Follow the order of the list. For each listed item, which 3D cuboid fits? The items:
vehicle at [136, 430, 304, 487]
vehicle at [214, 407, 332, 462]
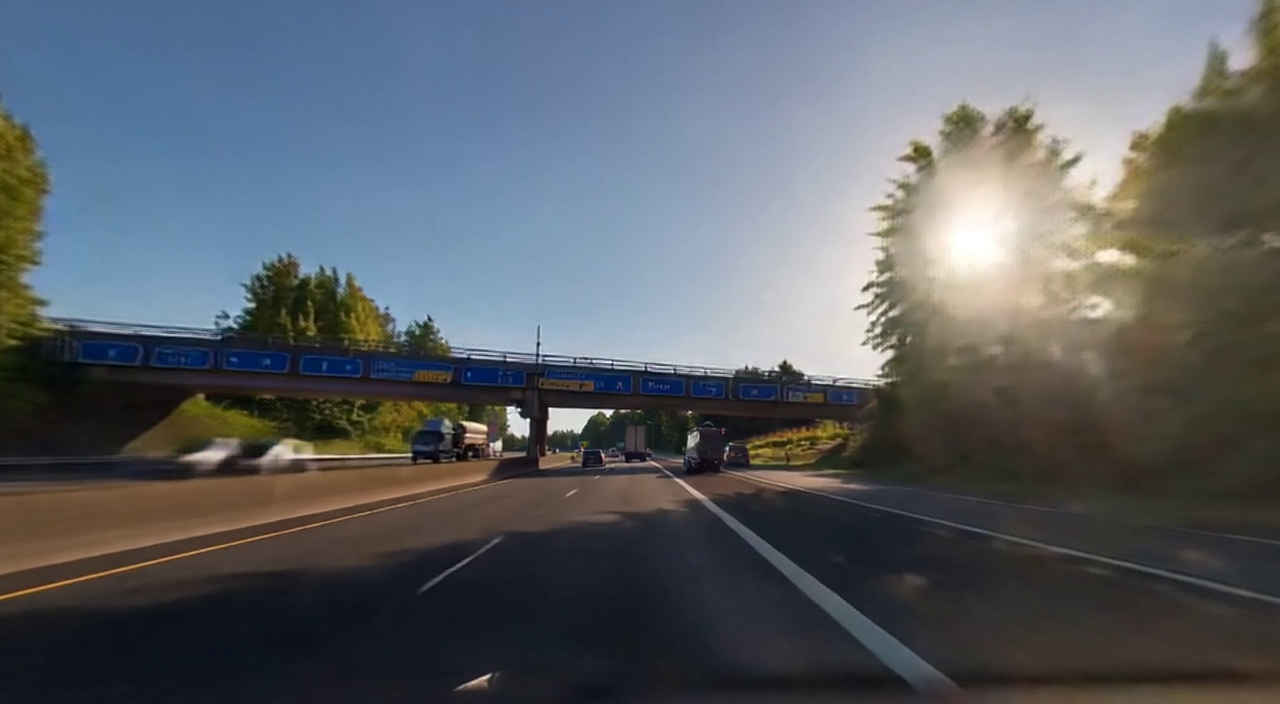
[{"bbox_3d":[-12.070,3.101,18.573,1.813,1.450,4.501,0,-9,1],"label":"vehicle"},{"bbox_3d":[-23.702,5.506,41.353,2.756,3.192,8.021,0,-9,0],"label":"vehicle"}]
